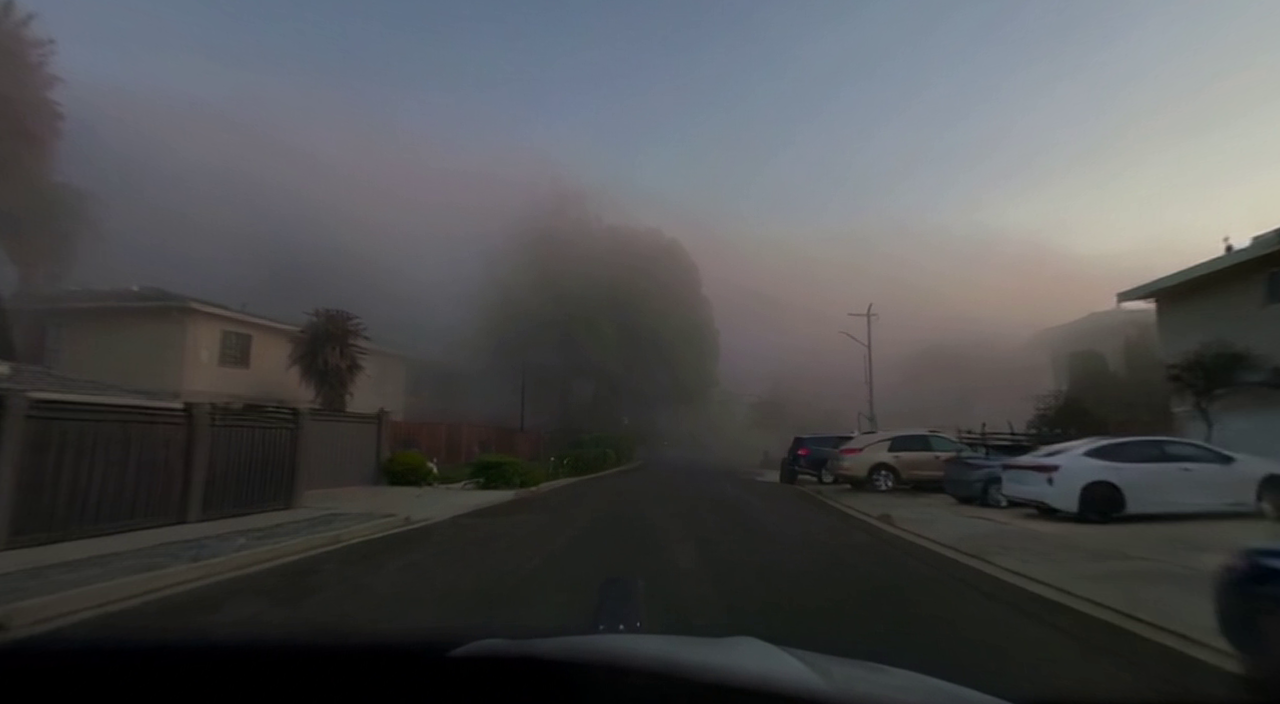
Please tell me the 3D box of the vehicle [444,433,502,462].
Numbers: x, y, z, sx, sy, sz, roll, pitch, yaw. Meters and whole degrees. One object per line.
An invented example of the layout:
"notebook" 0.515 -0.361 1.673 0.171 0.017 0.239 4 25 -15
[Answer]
"vehicle" -11.157 6.379 42.437 1.869 1.646 4.357 3 -7 12

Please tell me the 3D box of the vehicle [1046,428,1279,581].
"vehicle" 7.748 1.850 7.766 4.185 1.531 1.999 4 -7 2

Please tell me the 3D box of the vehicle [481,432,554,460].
"vehicle" -9.619 7.419 49.920 5.127 1.796 2.045 3 -7 6
